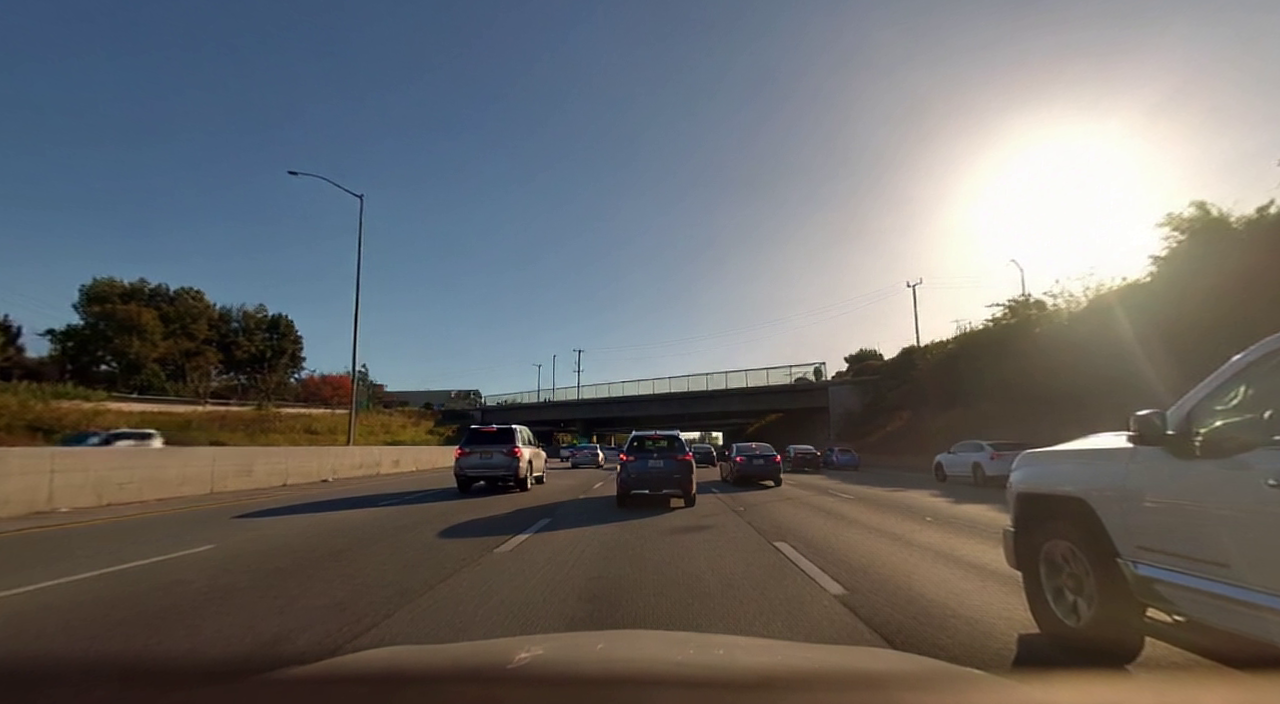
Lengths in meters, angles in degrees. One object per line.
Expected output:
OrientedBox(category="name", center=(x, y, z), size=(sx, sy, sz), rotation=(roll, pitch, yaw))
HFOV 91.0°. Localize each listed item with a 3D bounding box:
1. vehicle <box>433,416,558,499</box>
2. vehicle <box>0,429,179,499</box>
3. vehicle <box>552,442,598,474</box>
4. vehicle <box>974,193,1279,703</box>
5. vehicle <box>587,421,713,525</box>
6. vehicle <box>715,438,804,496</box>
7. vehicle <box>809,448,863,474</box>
OrientedBox(category="vehicle", center=(-4.107, 3.170, 19.228), size=(2.212, 2.101, 6.052), rotation=(0, -9, 1))
OrientedBox(category="vehicle", center=(-17.831, 3.566, 20.394), size=(2.024, 1.946, 4.793), rotation=(0, -9, 1))
OrientedBox(category="vehicle", center=(-3.611, 5.995, 35.786), size=(1.982, 1.655, 4.604), rotation=(0, -9, 2))
OrientedBox(category="vehicle", center=(3.550, 0.455, 1.799), size=(2.300, 2.242, 5.327), rotation=(0, -9, 1))
OrientedBox(category="vehicle", center=(0.209, 2.415, 13.044), size=(2.181, 1.756, 4.167), rotation=(0, -9, 1))
OrientedBox(category="vehicle", center=(3.726, 3.672, 20.563), size=(2.022, 1.633, 4.651), rotation=(1, -9, 0))
OrientedBox(category="vehicle", center=(12.115, 6.754, 39.233), size=(1.945, 1.498, 4.385), rotation=(1, -9, 0))
